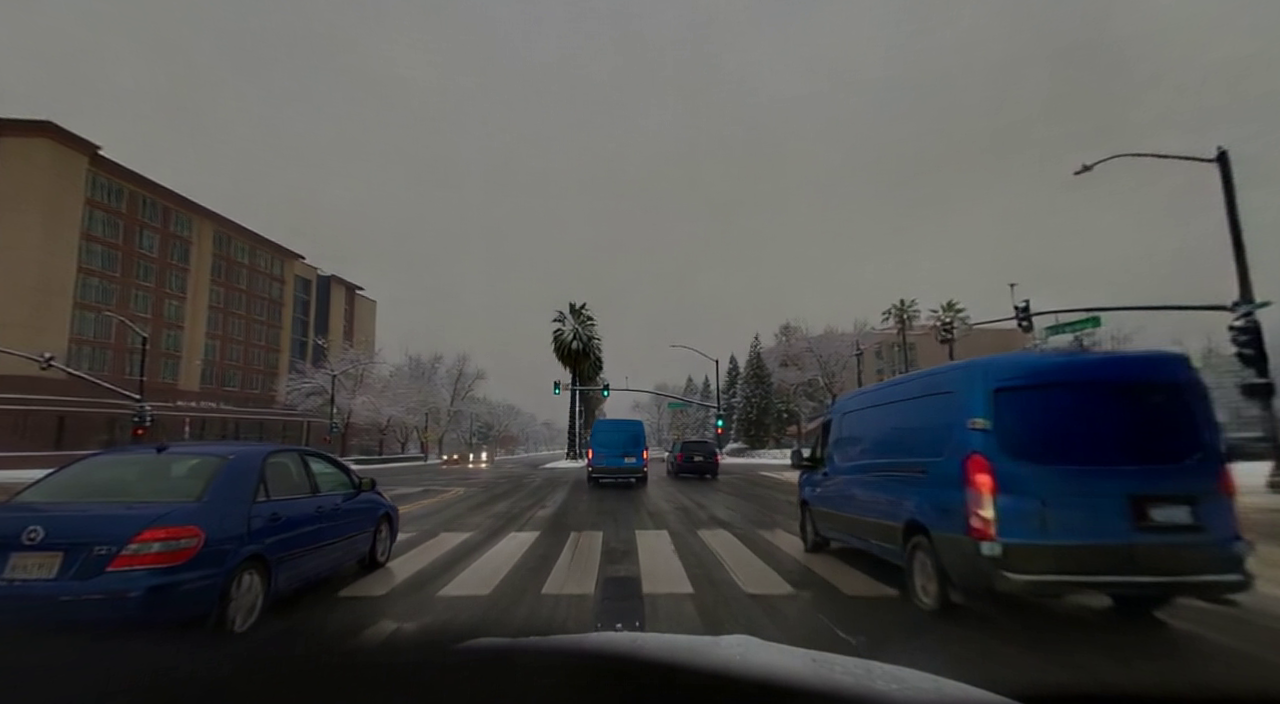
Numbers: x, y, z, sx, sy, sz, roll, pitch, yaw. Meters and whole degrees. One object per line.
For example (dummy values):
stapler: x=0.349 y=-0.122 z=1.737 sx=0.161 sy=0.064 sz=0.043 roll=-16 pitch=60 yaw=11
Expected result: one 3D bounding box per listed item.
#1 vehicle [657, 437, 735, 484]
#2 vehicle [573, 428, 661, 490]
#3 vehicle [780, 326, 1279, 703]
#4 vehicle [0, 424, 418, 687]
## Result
vehicle: x=2.171 y=4.425 z=26.122 sx=2.462 sy=1.736 sz=4.899 roll=0 pitch=-9 yaw=-4
vehicle: x=-0.849 y=3.916 z=23.416 sx=2.848 sy=1.991 sz=5.706 roll=0 pitch=-9 yaw=-2
vehicle: x=2.808 y=1.144 z=5.055 sx=2.200 sy=1.847 sz=4.618 roll=0 pitch=-9 yaw=-1
vehicle: x=-3.806 y=1.474 z=5.849 sx=1.997 sy=1.430 sz=4.655 roll=0 pitch=-9 yaw=-3
